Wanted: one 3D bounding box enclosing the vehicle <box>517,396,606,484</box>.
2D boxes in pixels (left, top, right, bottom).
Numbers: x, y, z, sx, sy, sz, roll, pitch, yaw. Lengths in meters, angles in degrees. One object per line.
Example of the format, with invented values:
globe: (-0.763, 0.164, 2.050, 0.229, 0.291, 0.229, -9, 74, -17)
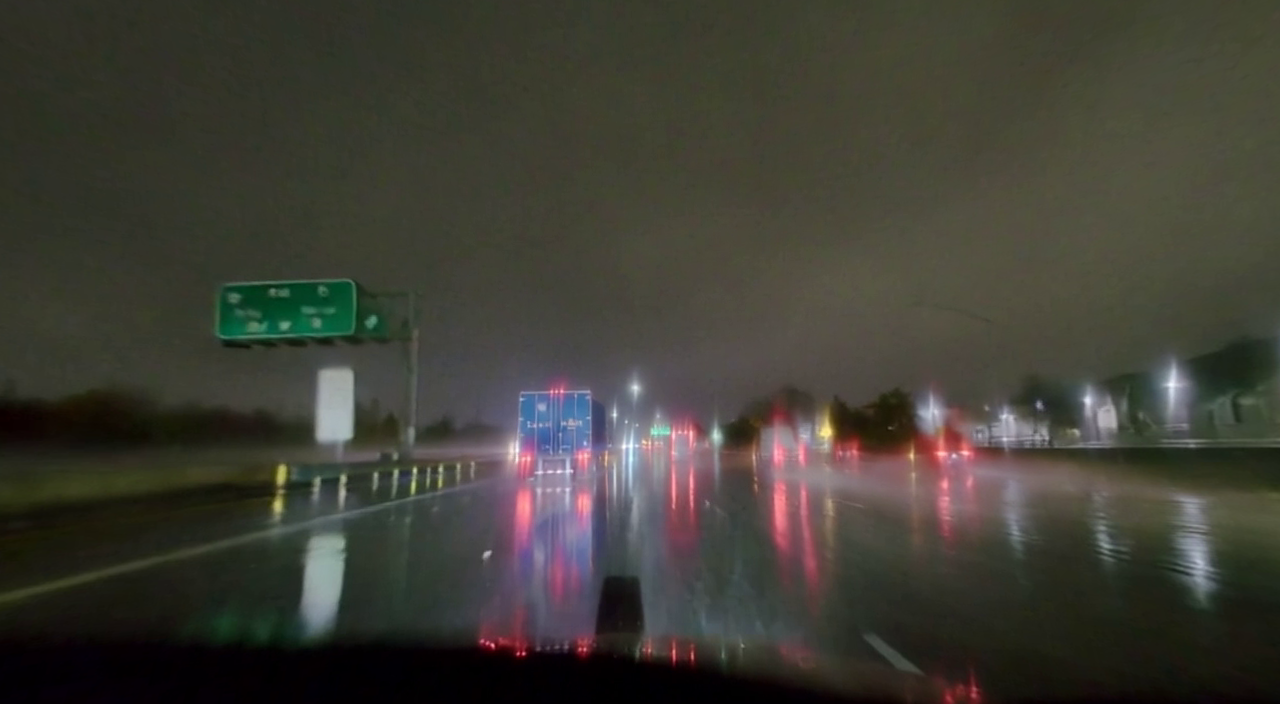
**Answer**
vehicle: (-3.319, 4.099, 28.966, 2.922, 3.458, 8.360, 0, -9, 1)
